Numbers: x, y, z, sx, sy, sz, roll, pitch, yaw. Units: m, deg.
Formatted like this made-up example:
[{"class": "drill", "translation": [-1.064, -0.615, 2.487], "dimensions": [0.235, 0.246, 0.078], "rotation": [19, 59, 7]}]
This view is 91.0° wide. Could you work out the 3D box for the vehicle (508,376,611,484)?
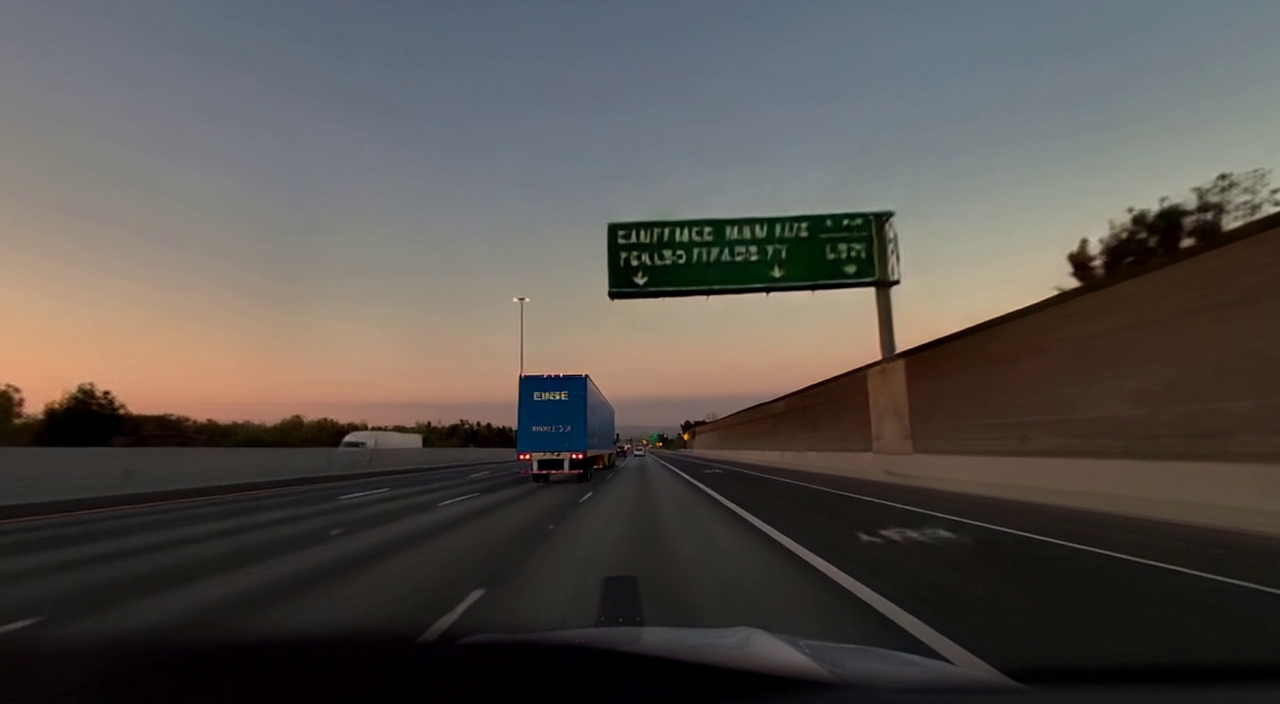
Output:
[{"class": "vehicle", "translation": [-3.199, 3.685, 28.681], "dimensions": [3.059, 3.956, 11.036], "rotation": [0, -9, 1]}]
